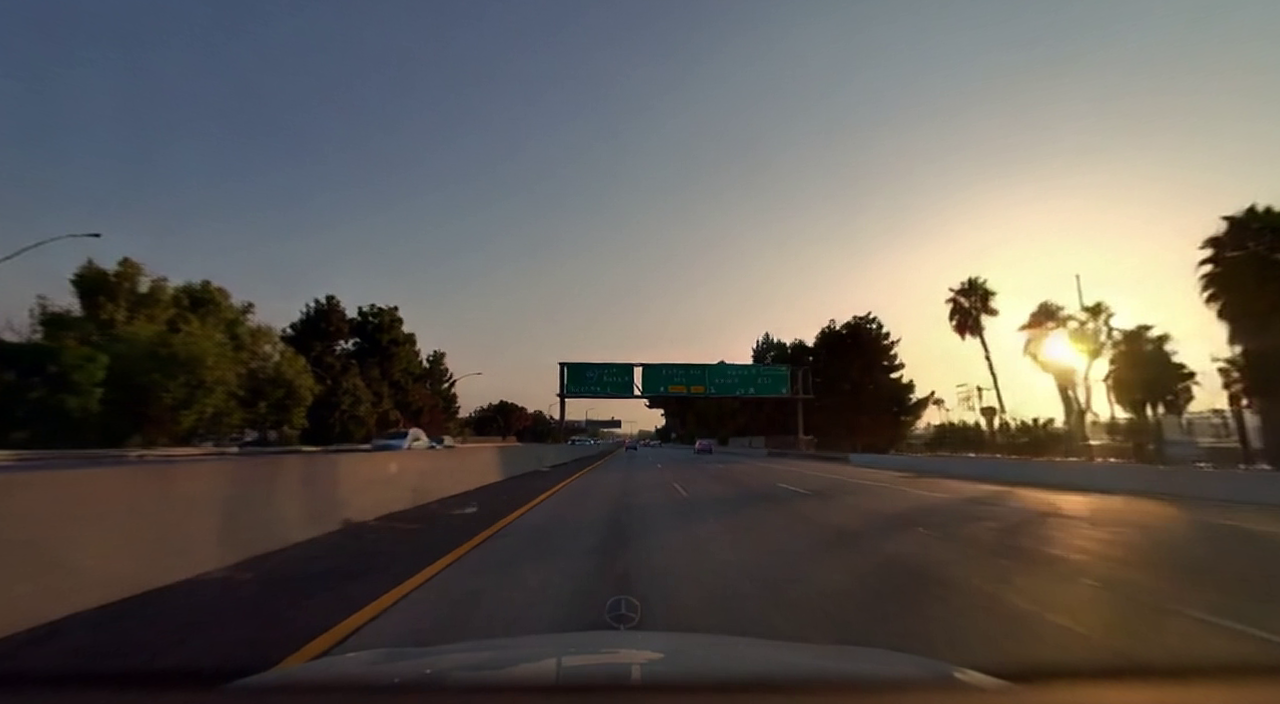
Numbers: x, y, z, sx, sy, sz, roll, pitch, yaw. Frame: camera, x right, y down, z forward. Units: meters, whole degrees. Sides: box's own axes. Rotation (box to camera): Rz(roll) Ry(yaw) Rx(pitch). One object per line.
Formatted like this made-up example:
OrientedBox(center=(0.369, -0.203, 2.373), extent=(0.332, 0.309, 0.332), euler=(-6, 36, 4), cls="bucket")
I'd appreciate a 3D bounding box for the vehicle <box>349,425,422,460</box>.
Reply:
OrientedBox(center=(-13.407, 4.818, 33.622), extent=(2.006, 1.695, 4.512), euler=(0, -8, -1), cls="vehicle")
